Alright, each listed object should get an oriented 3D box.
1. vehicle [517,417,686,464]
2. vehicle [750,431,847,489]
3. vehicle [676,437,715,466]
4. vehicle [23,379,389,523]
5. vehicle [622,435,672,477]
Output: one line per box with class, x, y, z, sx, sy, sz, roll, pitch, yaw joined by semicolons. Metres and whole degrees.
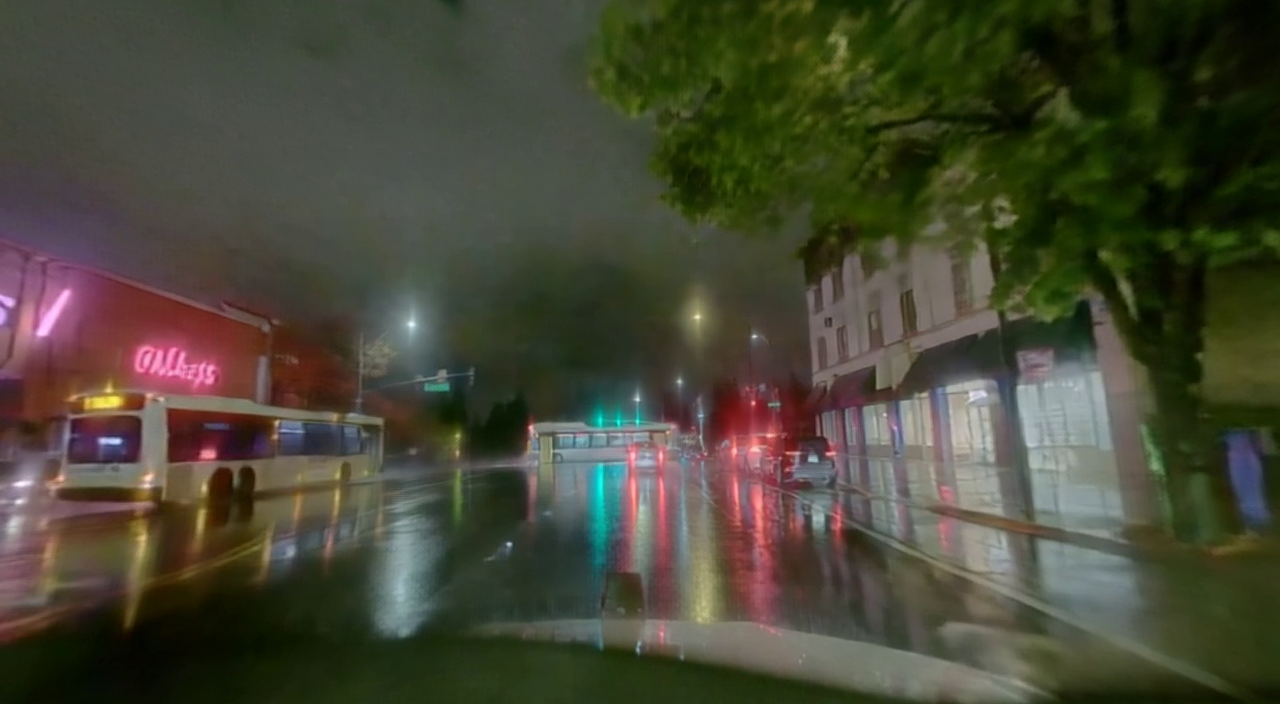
vehicle;-2.921;7.023;49.950;12.978;3.538;3.117;0;-9;5
vehicle;5.065;3.513;20.763;2.014;1.681;4.332;0;-9;-1
vehicle;3.350;6.091;38.741;2.222;1.688;3.952;0;-9;3
vehicle;-12.748;3.267;21.192;3.356;3.365;12.460;0;-9;1
vehicle;0.240;4.699;28.619;2.089;1.699;4.650;1;-9;-2
